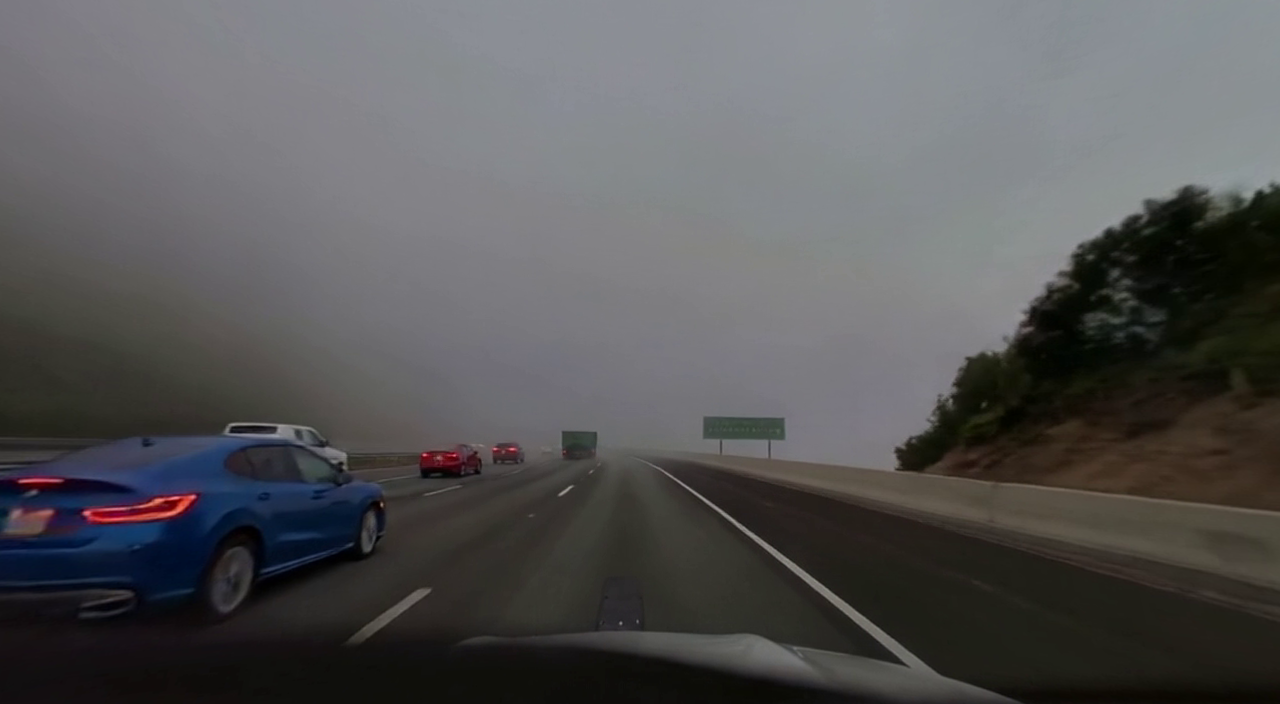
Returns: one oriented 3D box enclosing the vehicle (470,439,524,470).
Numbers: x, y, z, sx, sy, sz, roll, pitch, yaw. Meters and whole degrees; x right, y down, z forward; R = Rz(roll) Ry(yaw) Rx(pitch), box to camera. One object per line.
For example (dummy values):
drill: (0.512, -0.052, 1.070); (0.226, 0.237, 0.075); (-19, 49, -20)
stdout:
vehicle: (-8.048, 5.807, 35.898); (2.099, 1.644, 4.638); (1, -9, -1)

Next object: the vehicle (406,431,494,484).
vehicle: (-6.823, 3.841, 23.100); (2.081, 1.740, 4.268); (1, -9, -3)

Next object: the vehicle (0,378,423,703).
vehicle: (-3.857, 1.321, 5.619); (2.180, 1.685, 4.668); (0, -9, 0)
